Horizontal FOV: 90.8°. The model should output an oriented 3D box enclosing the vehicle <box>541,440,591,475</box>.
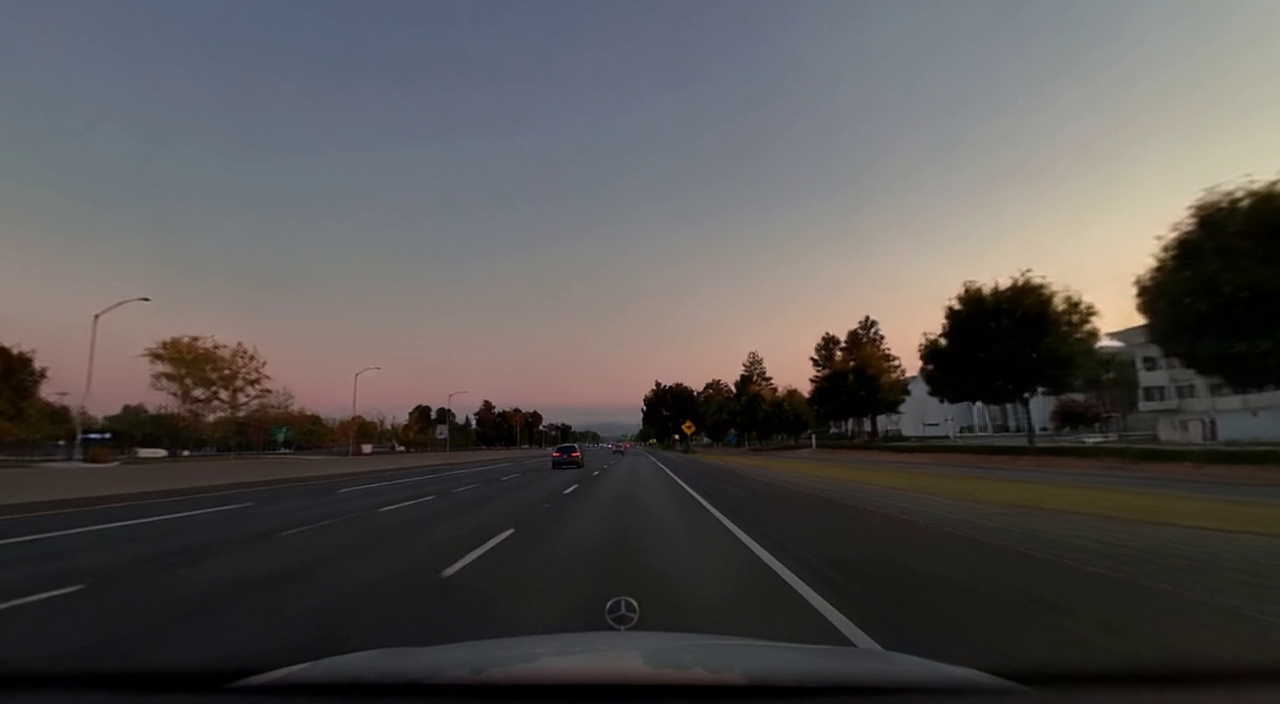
[{"bbox_3d":[-3.982,5.740,34.712,2.150,1.761,4.697,-1,-8,0],"label":"vehicle"}]
